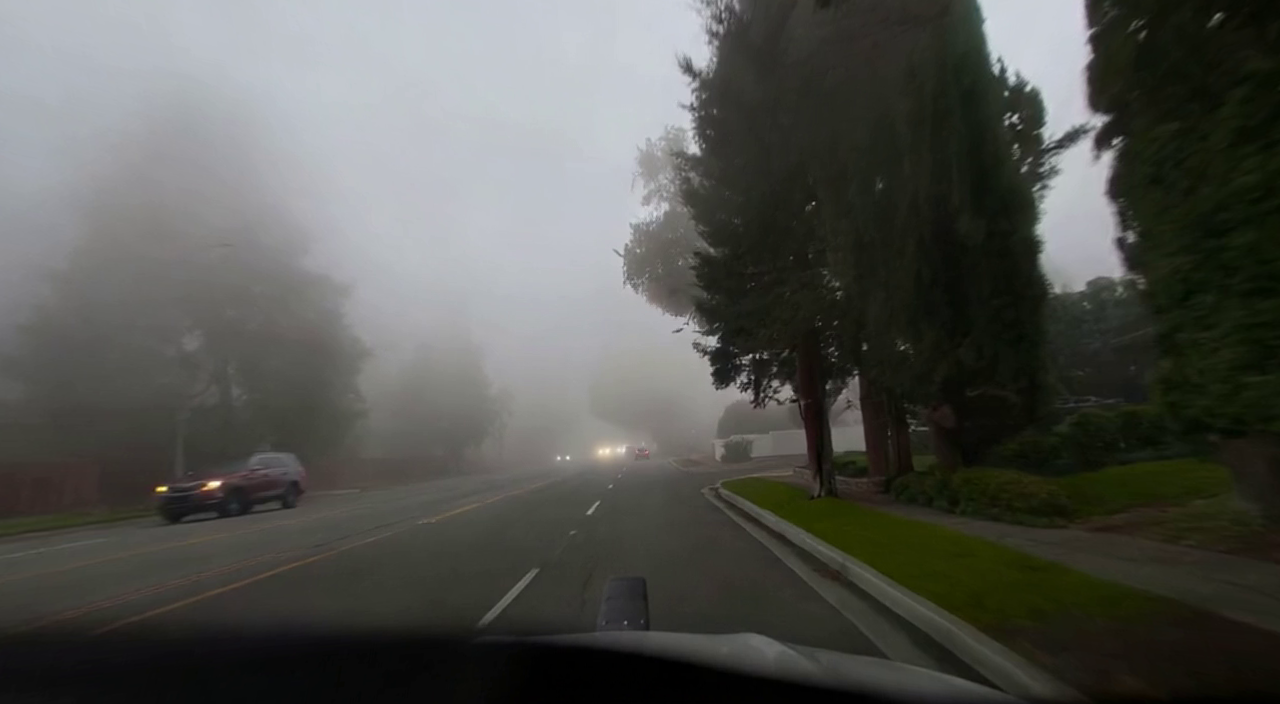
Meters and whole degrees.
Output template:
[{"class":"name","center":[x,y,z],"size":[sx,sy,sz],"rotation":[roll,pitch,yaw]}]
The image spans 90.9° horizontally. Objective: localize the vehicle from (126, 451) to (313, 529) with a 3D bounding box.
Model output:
[{"class":"vehicle","center":[-11.462,3.735,17.701],"size":[2.168,1.683,4.502],"rotation":[-4,-8,0]}]
